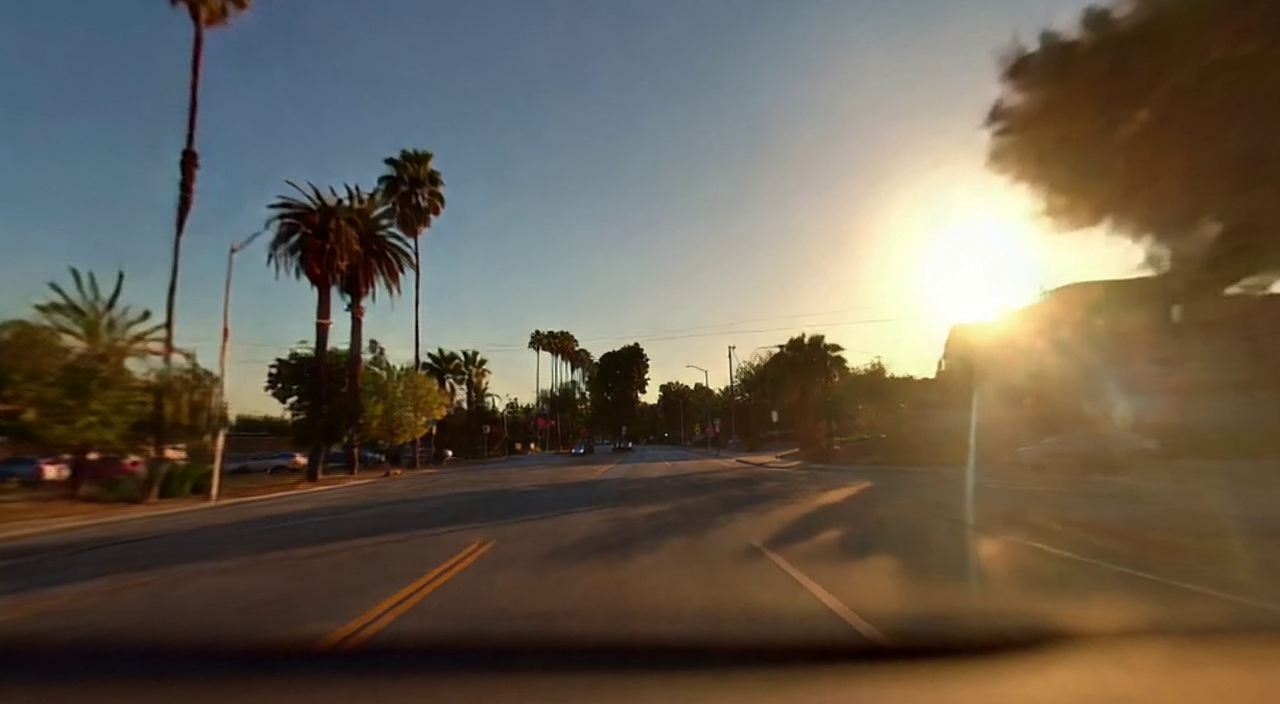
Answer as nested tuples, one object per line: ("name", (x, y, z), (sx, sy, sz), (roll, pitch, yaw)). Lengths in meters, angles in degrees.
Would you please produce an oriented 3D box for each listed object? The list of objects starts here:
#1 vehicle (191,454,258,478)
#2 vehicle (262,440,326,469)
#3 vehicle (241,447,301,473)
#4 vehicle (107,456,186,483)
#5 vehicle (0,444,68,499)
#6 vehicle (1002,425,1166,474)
("vehicle", (-31.491, 8.623, 47.841), (4.716, 1.652, 1.917), (-4, -10, 26))
("vehicle", (-26.515, 7.825, 48.373), (4.793, 2.087, 1.929), (-5, -9, 30))
("vehicle", (-26.460, 7.736, 45.288), (4.270, 1.690, 1.978), (-7, -8, 32))
("vehicle", (-30.703, 7.242, 39.263), (4.858, 1.473, 2.034), (-4, -9, 29))
("vehicle", (-26.435, 4.899, 26.384), (4.714, 1.999, 2.272), (-4, -8, 30))
("vehicle", (16.155, 3.577, 23.208), (4.296, 1.701, 2.255), (0, -8, -1))
